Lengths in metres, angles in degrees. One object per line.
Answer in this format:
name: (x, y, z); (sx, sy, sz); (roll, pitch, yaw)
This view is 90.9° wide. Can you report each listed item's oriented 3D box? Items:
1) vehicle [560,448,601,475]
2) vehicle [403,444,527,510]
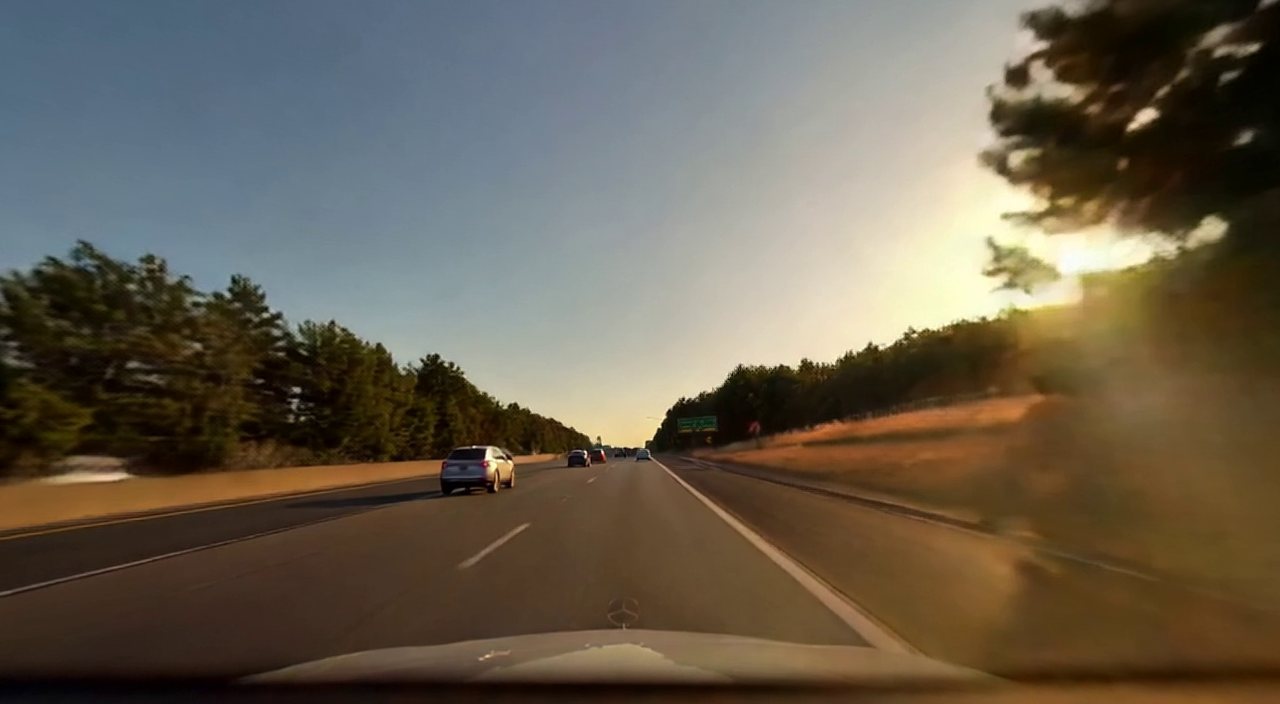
vehicle: (-3.520, 6.552, 37.904); (2.005, 1.474, 3.921); (0, -9, 1)
vehicle: (-4.486, 3.263, 16.962); (1.975, 1.501, 4.603); (0, -9, 1)
